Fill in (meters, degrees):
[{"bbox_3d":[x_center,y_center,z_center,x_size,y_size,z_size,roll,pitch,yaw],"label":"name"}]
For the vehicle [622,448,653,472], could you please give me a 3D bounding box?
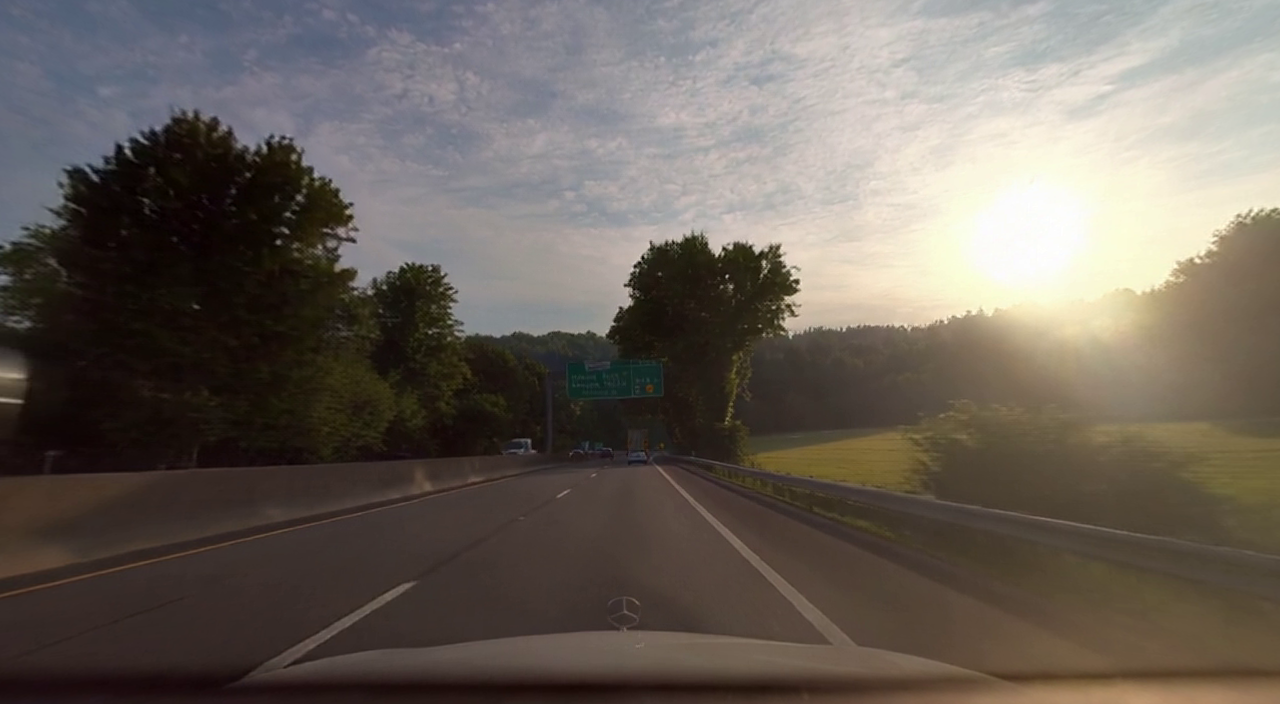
[{"bbox_3d":[-0.155,6.699,39.222,1.853,1.436,3.438,0,-9,-1],"label":"vehicle"}]
